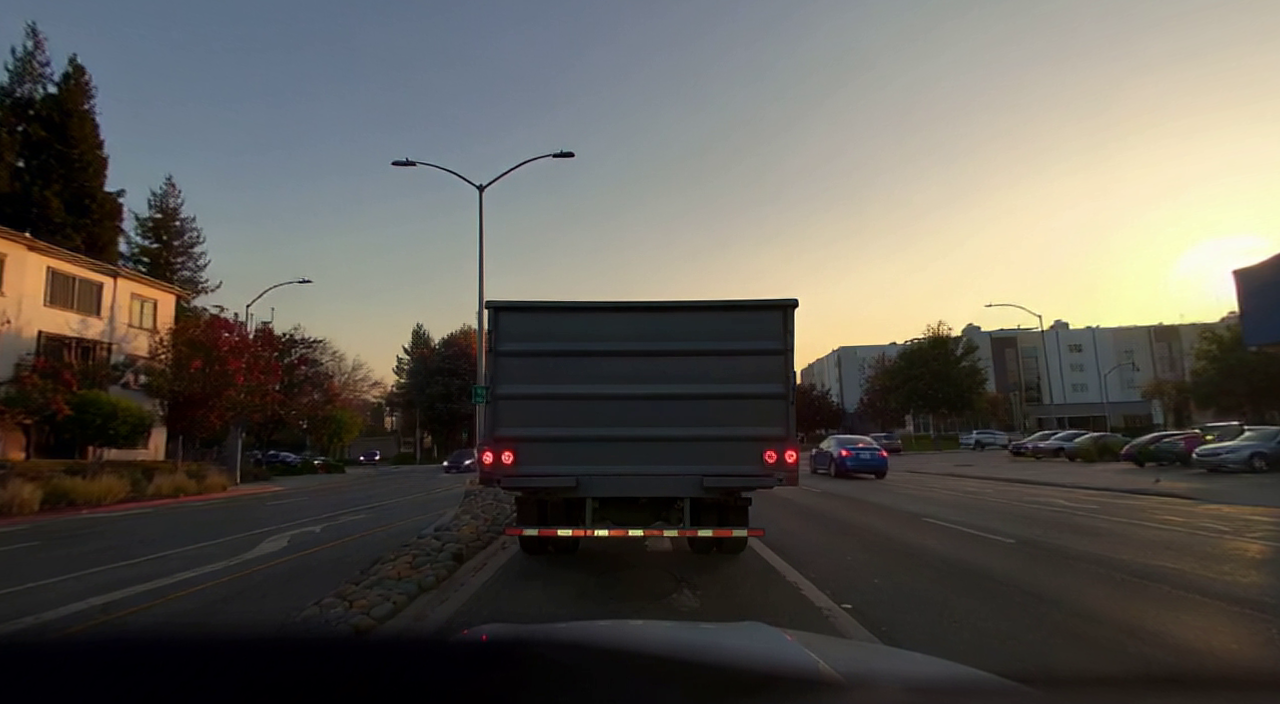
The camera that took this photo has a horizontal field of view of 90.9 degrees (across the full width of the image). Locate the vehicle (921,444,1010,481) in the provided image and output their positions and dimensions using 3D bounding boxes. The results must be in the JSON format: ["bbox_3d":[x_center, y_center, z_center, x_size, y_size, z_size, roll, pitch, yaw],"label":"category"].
[{"bbox_3d":[14.154,4.799,27.731,1.777,1.488,4.081,-1,-8,1],"label":"vehicle"}]

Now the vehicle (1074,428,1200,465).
[{"bbox_3d":[23.115,4.392,29.448,4.171,1.614,1.894,-1,-8,1],"label":"vehicle"}]

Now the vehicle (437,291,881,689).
[{"bbox_3d":[0.264,1.317,7.399,2.650,2.391,7.008,-1,-8,3],"label":"vehicle"}]

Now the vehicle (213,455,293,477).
[{"bbox_3d":[-26.862,7.908,43.832,4.409,1.446,1.862,-1,-8,6],"label":"vehicle"}]

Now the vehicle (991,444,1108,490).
[{"bbox_3d":[14.288,3.995,22.279,1.702,1.475,3.670,-1,-8,1],"label":"vehicle"}]
